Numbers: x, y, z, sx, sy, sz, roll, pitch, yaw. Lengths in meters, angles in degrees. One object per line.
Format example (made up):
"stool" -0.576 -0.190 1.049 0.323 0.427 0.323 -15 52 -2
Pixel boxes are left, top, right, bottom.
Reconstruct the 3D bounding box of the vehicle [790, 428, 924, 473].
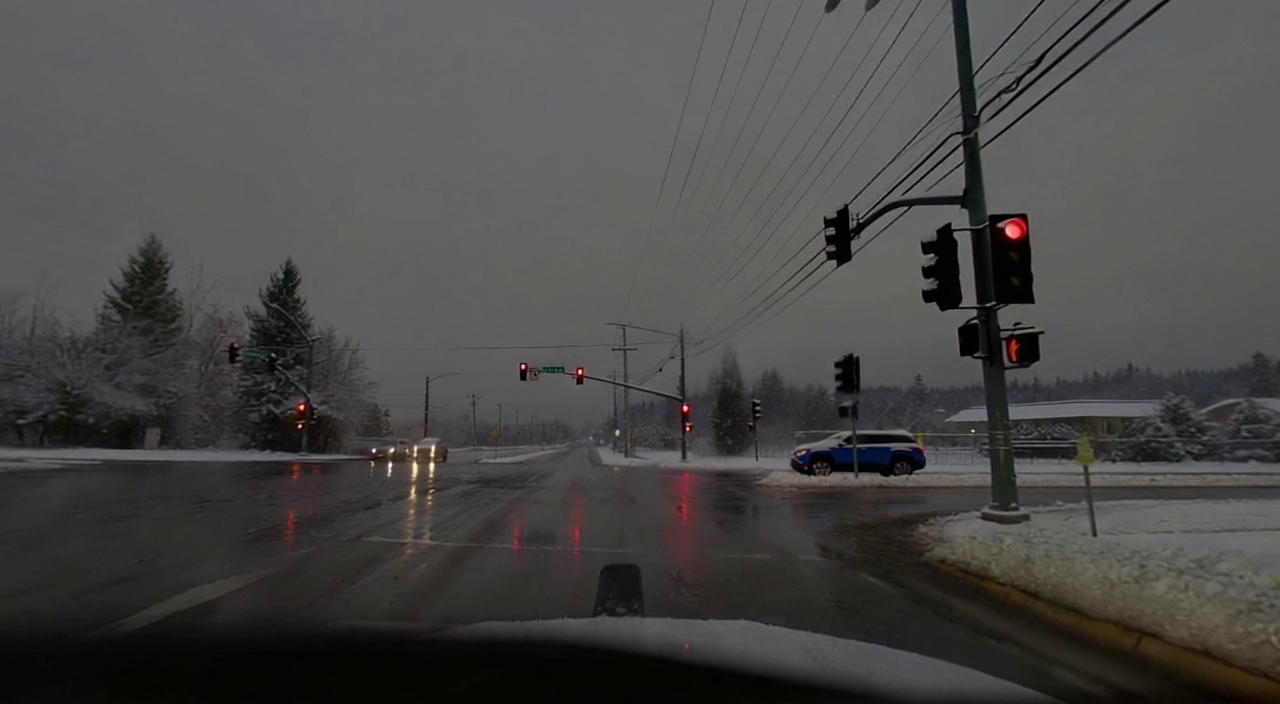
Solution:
"vehicle" 8.701 4.023 25.719 4.884 1.714 2.021 -2 -9 12
